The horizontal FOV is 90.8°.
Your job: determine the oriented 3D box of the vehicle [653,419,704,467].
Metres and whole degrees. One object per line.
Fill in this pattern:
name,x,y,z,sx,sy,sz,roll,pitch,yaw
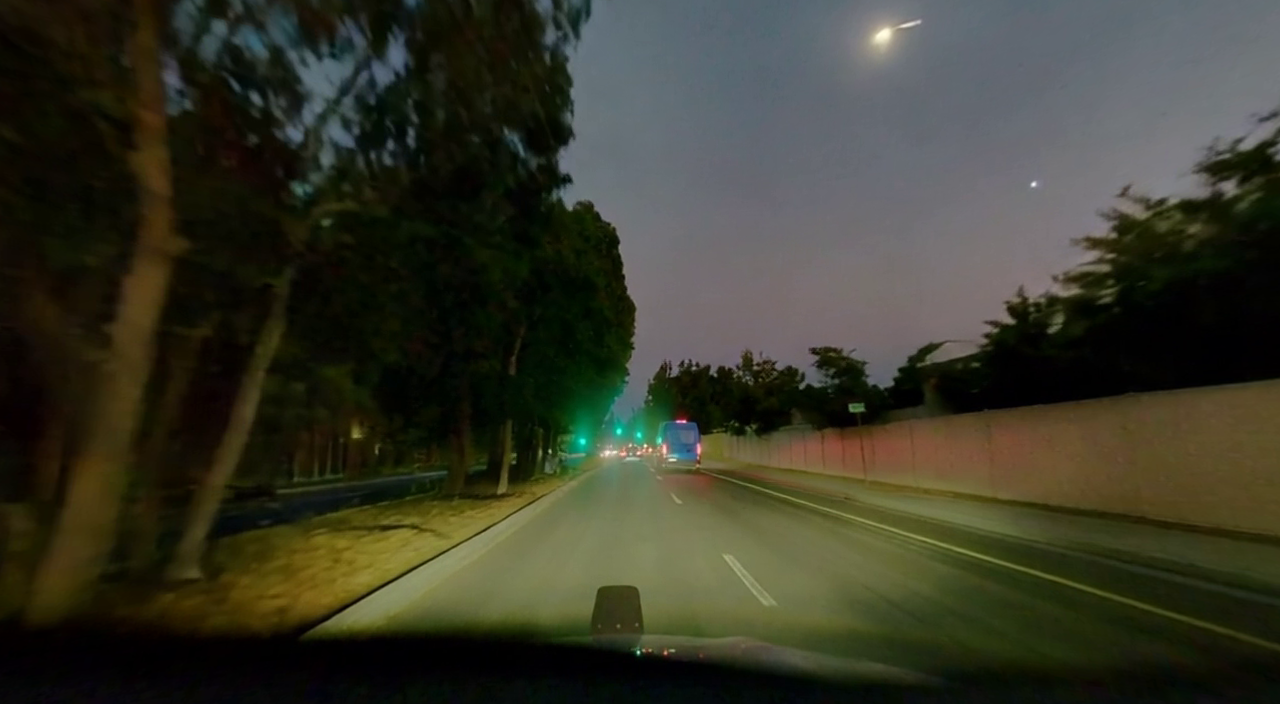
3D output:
vehicle,2.787,7.165,49.590,2.959,3.285,12.428,0,-8,-1
